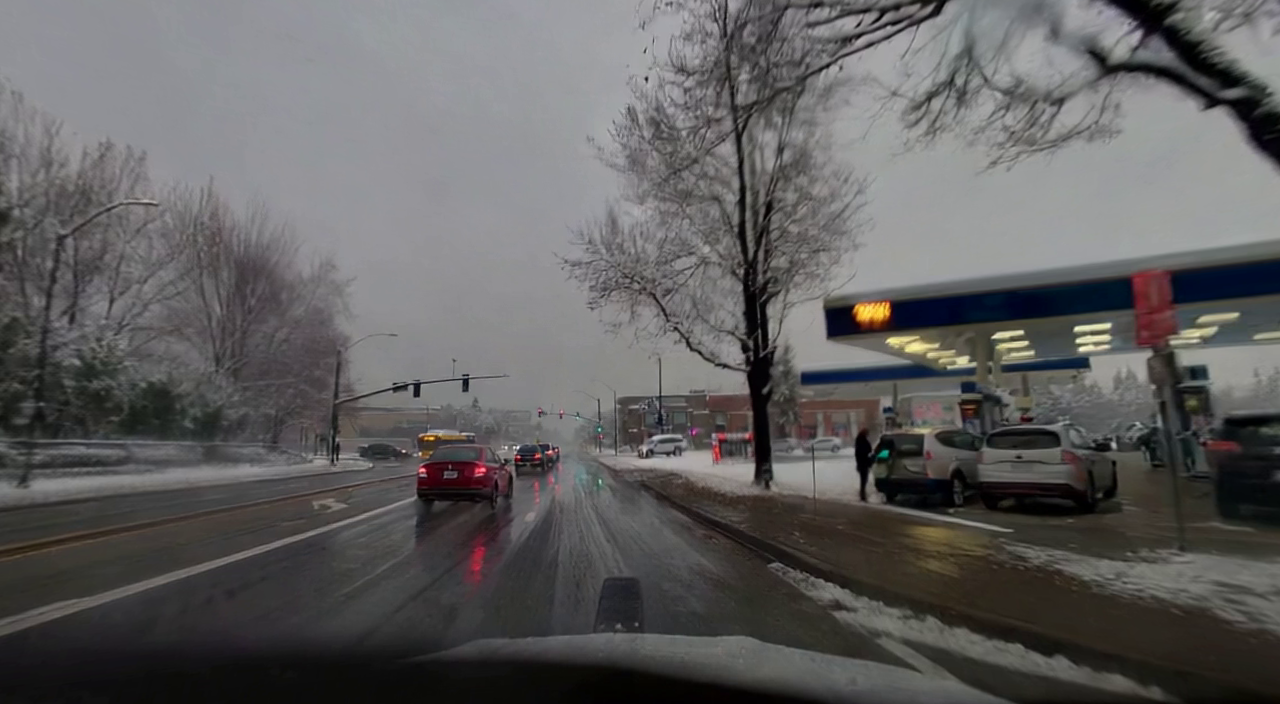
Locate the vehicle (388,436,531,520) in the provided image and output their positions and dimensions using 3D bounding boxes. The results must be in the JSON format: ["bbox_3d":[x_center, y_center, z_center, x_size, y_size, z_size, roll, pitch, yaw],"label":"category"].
[{"bbox_3d":[-3.636,2.602,13.485,2.092,1.507,4.078,0,-9,-4],"label":"vehicle"}]

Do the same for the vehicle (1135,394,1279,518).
[{"bbox_3d":[9.624,1.553,9.682,4.986,1.521,2.202,7,-12,-43],"label":"vehicle"}]

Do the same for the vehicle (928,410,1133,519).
[{"bbox_3d":[7.378,2.012,11.652,4.481,1.610,2.048,7,-12,-43],"label":"vehicle"}]
